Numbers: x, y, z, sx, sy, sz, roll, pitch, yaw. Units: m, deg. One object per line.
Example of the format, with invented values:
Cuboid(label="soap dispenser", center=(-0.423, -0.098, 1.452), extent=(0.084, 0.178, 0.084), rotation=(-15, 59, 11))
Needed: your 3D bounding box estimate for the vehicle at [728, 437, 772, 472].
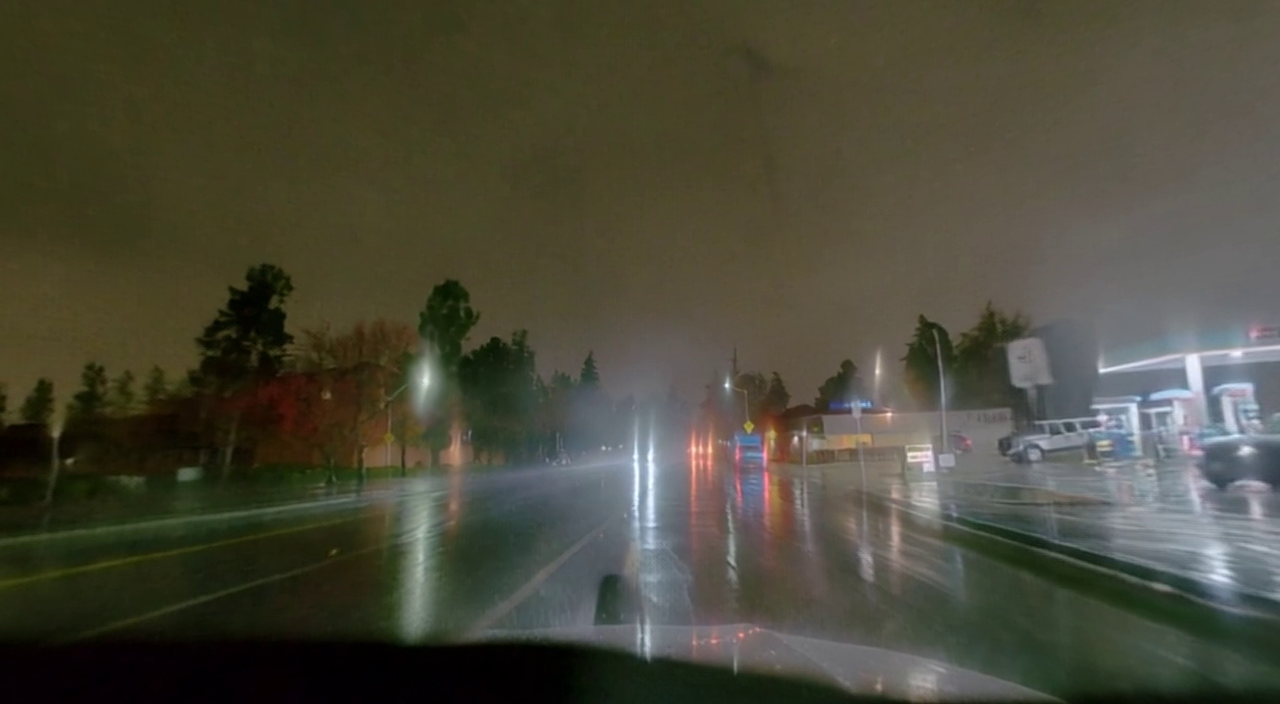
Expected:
Cuboid(label="vehicle", center=(6.353, 5.971, 37.045), extent=(2.194, 1.896, 5.049), rotation=(-1, -9, 6))

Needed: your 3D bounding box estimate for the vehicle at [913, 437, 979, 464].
Cuboid(label="vehicle", center=(16.935, 5.482, 35.195), extent=(1.919, 1.411, 4.440), rotation=(-1, -9, 7))
